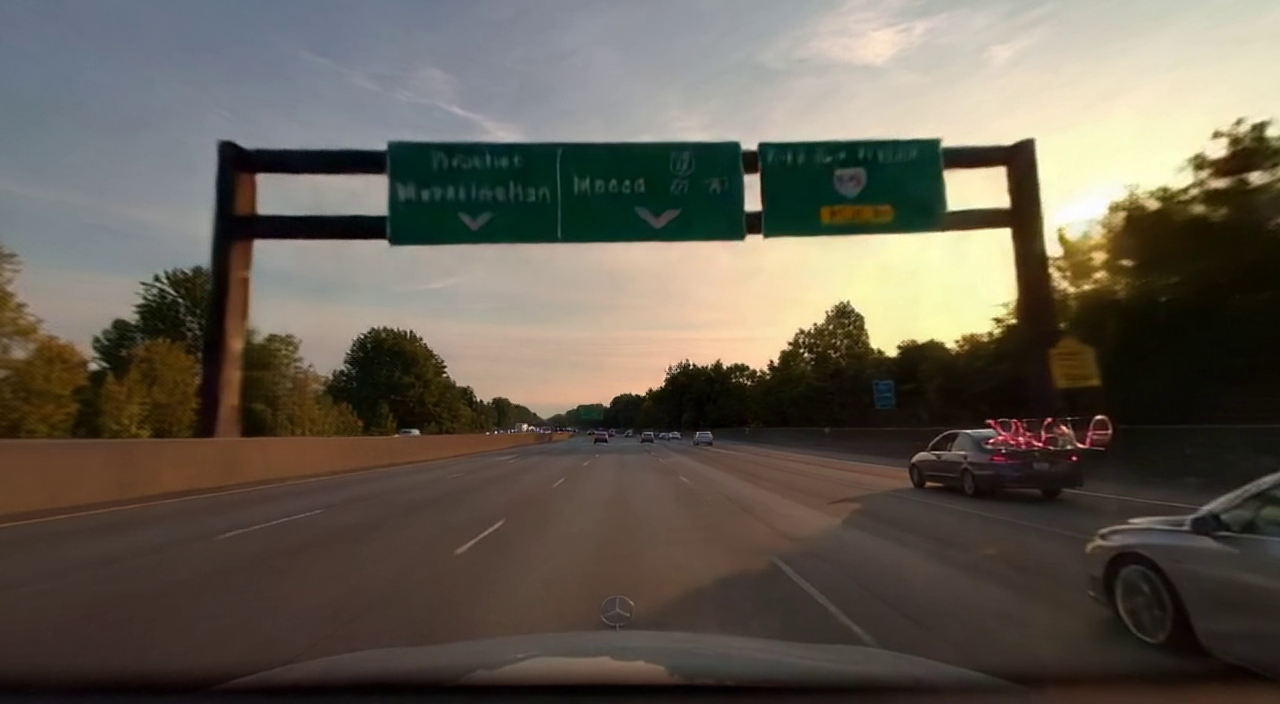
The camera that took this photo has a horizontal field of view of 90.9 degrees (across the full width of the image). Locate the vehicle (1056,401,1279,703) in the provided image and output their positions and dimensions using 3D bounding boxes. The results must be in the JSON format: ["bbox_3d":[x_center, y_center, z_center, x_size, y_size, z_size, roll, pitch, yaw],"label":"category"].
[{"bbox_3d":[3.902,0.829,1.909,2.094,1.441,4.568,0,-8,-1],"label":"vehicle"}]

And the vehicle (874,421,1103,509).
[{"bbox_3d":[6.942,2.272,13.350,2.034,1.511,4.785,0,-8,-2],"label":"vehicle"}]
